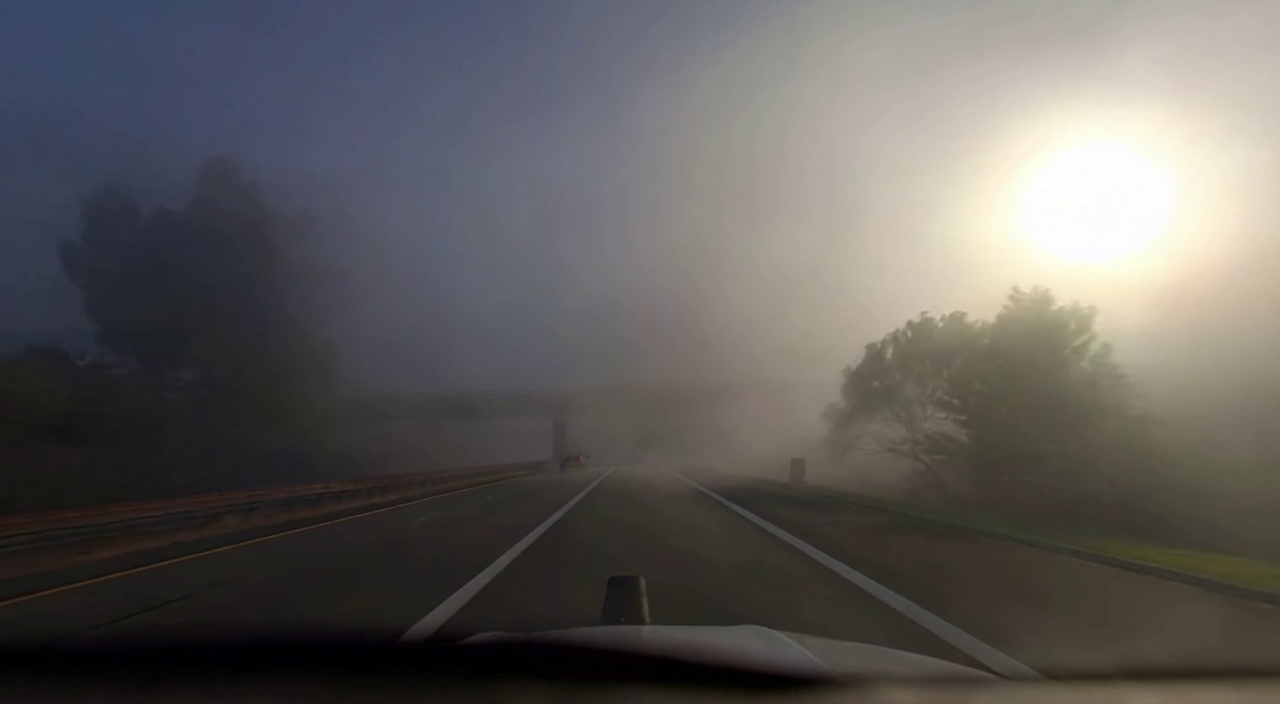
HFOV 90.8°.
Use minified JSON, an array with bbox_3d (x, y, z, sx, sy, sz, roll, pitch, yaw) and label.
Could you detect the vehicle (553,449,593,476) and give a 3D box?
[{"bbox_3d":[-4.262,7.053,40.595,2.076,1.637,4.526,0,-9,0],"label":"vehicle"}]
